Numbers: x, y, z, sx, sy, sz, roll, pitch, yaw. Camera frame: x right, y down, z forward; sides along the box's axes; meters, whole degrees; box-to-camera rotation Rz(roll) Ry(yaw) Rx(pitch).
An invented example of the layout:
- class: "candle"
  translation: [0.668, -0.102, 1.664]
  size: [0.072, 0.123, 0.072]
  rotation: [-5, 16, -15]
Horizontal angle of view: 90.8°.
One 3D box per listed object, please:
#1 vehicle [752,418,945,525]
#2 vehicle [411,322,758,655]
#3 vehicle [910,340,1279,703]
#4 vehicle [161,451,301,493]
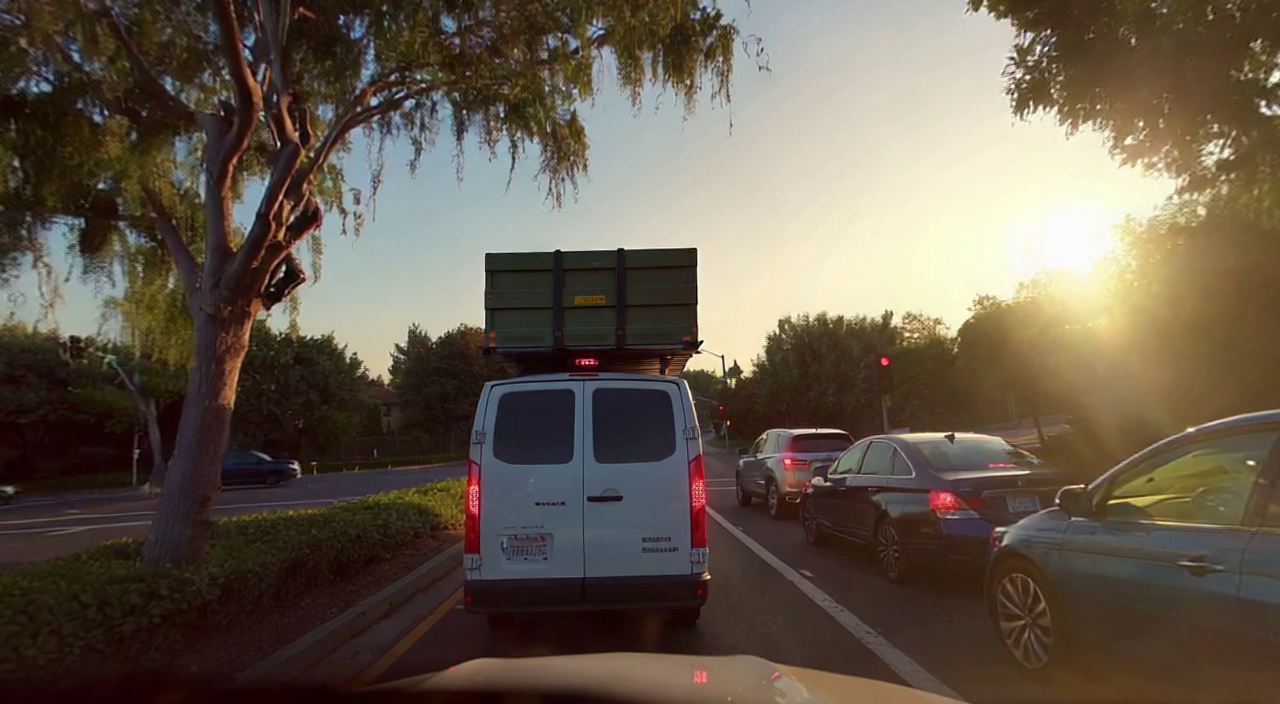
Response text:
- class: "vehicle"
  translation: [3.718, 2.224, 12.269]
  size: [2.024, 1.692, 4.252]
  rotation: [1, -9, -4]
- class: "vehicle"
  translation: [-0.356, 1.155, 6.187]
  size: [2.145, 2.089, 4.309]
  rotation: [0, -9, 0]
- class: "vehicle"
  translation: [3.452, 0.938, 3.416]
  size: [1.965, 1.671, 4.146]
  rotation: [0, -9, -3]
- class: "vehicle"
  translation: [-19.786, 5.810, 30.906]
  size: [5.241, 1.894, 2.257]
  rotation: [3, -9, -20]
